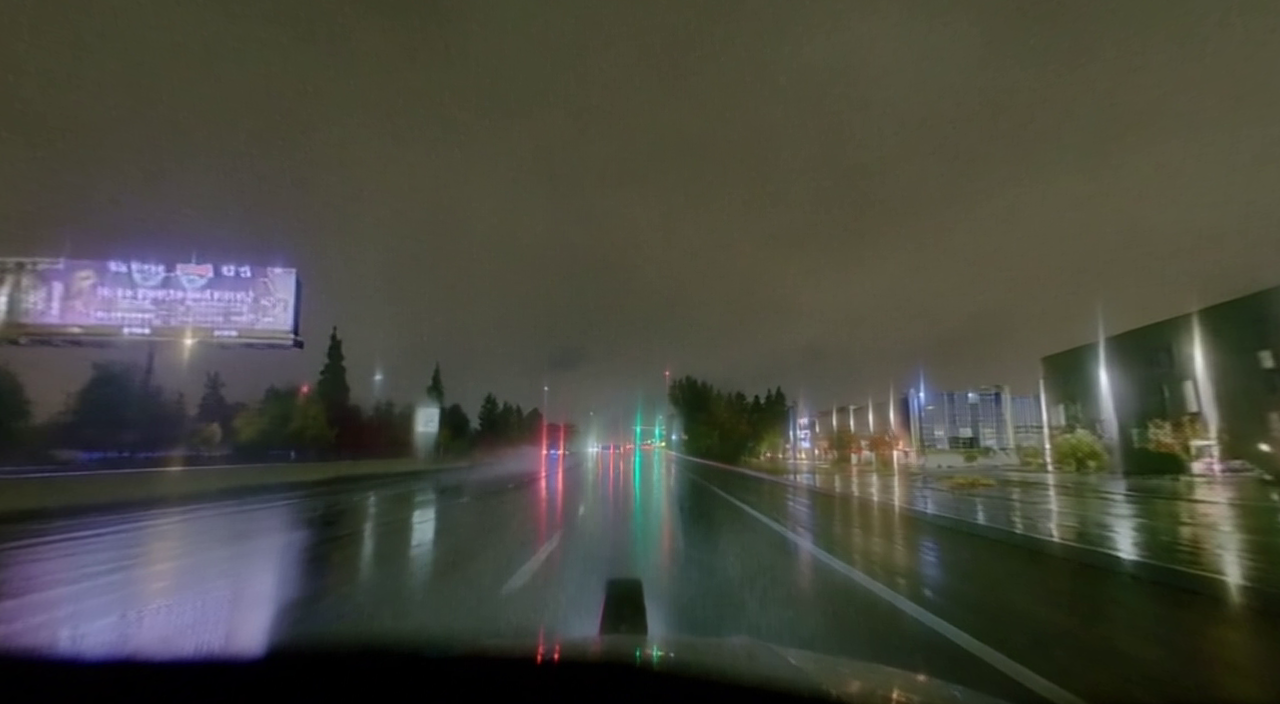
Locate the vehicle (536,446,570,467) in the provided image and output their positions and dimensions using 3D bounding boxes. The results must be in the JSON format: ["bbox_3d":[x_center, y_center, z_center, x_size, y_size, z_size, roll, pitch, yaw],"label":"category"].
[{"bbox_3d":[-6.453,7.838,47.316,1.936,1.462,4.388,0,-8,0],"label":"vehicle"}]
